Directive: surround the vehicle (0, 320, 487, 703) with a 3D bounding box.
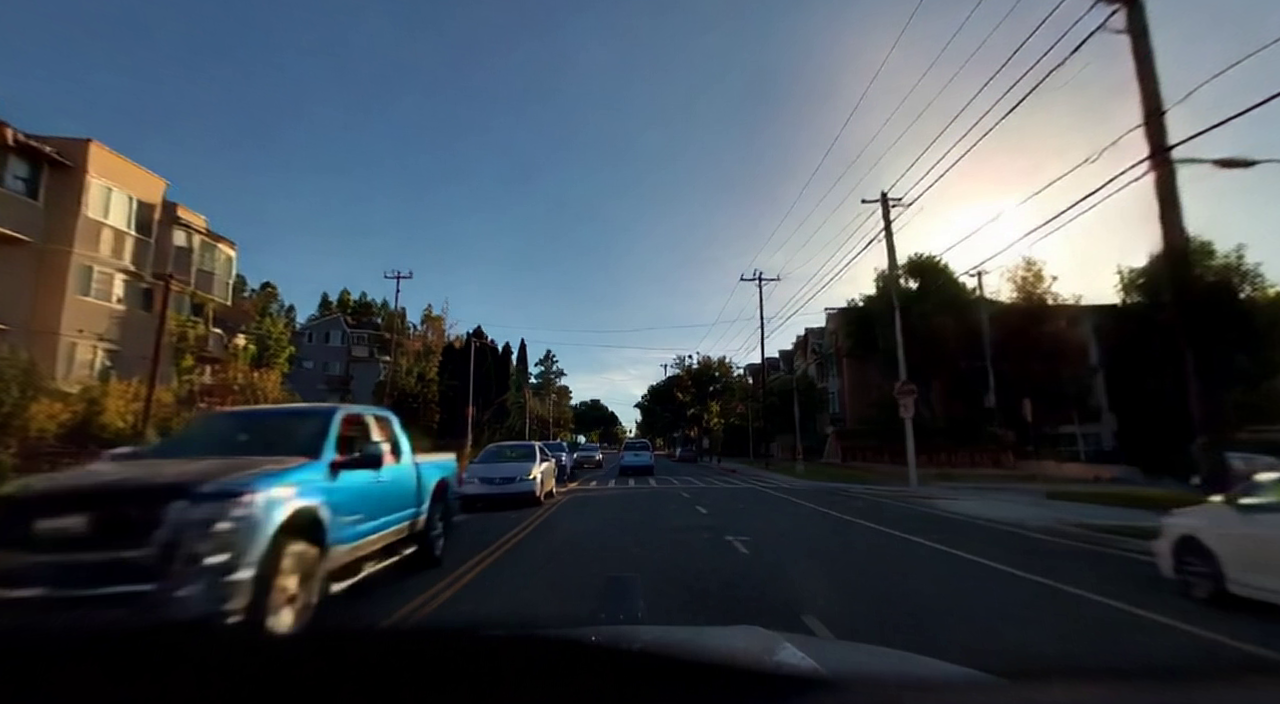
[{"bbox_3d":[-2.910,1.146,4.950,2.178,1.861,4.920,0,-8,0],"label":"vehicle"}]

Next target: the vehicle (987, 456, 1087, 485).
[{"bbox_3d":[21.937,6.540,35.011,4.262,1.474,1.929,0,-8,-3],"label":"vehicle"}]

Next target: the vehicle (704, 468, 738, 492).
[{"bbox_3d":[6.217,9.882,49.144,2.023,1.611,4.614,0,-9,0],"label":"vehicle"}]

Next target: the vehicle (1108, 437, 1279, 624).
[{"bbox_3d":[6.132,1.341,4.445,1.943,1.490,4.783,0,-8,-1],"label":"vehicle"}]

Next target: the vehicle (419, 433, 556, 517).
[{"bbox_3d":[-3.033,2.530,13.510,1.893,1.518,4.024,0,-8,0],"label":"vehicle"}]

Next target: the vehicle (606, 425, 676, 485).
[{"bbox_3d":[0.074,3.790,23.116,2.308,1.940,4.125,-1,-10,1],"label":"vehicle"}]
